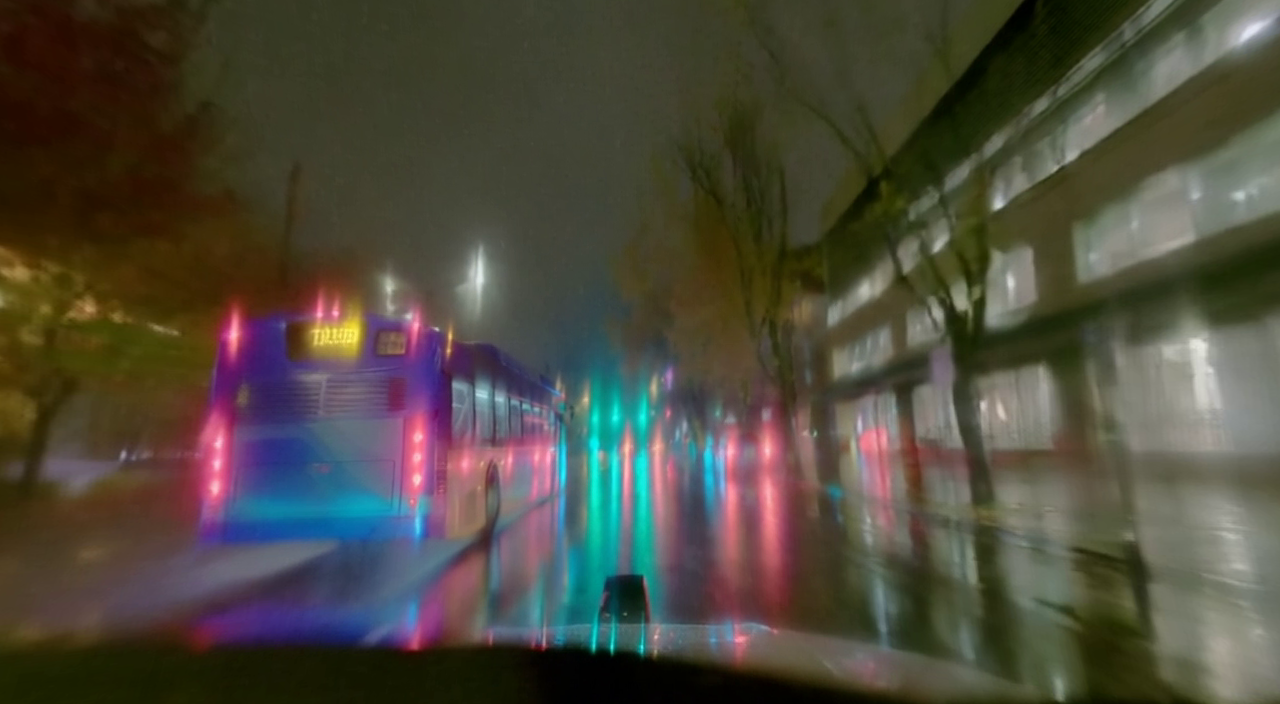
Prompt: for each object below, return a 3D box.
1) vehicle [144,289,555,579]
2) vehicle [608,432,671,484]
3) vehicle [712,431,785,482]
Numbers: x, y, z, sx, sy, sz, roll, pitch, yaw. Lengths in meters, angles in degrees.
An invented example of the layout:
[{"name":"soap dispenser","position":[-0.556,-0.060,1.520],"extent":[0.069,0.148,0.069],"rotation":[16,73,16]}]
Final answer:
[{"name":"vehicle","position":[-3.445,1.285,10.619],"extent":[2.920,2.884,8.588],"rotation":[0,-7,-1]},{"name":"vehicle","position":[0.004,3.847,23.146],"extent":[2.120,1.727,3.917],"rotation":[0,-9,1]},{"name":"vehicle","position":[4.156,4.101,24.983],"extent":[2.138,1.787,4.522],"rotation":[0,-9,1]}]
